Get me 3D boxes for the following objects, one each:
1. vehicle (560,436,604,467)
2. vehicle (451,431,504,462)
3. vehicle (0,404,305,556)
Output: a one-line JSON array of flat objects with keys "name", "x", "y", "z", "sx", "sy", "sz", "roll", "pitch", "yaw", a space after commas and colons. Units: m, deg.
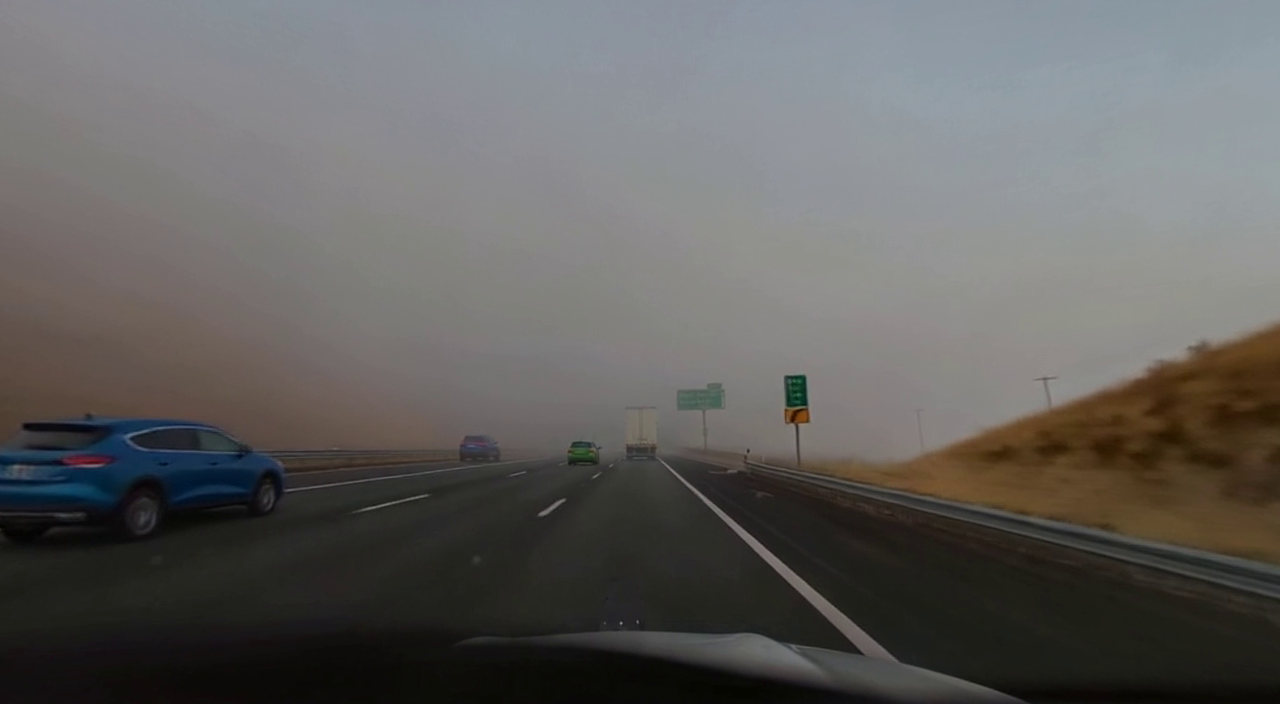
[{"name": "vehicle", "x": -3.473, "y": 6.059, "z": 38.567, "sx": 2.194, "sy": 1.725, "sz": 4.698, "roll": 0, "pitch": -9, "yaw": 1}, {"name": "vehicle", "x": -10.815, "y": 6.342, "z": 42.200, "sx": 2.111, "sy": 1.906, "sz": 5.028, "roll": 0, "pitch": -9, "yaw": 1}, {"name": "vehicle", "x": -7.470, "y": 1.794, "z": 9.529, "sx": 2.098, "sy": 1.678, "sz": 4.822, "roll": 0, "pitch": -9, "yaw": 0}]
